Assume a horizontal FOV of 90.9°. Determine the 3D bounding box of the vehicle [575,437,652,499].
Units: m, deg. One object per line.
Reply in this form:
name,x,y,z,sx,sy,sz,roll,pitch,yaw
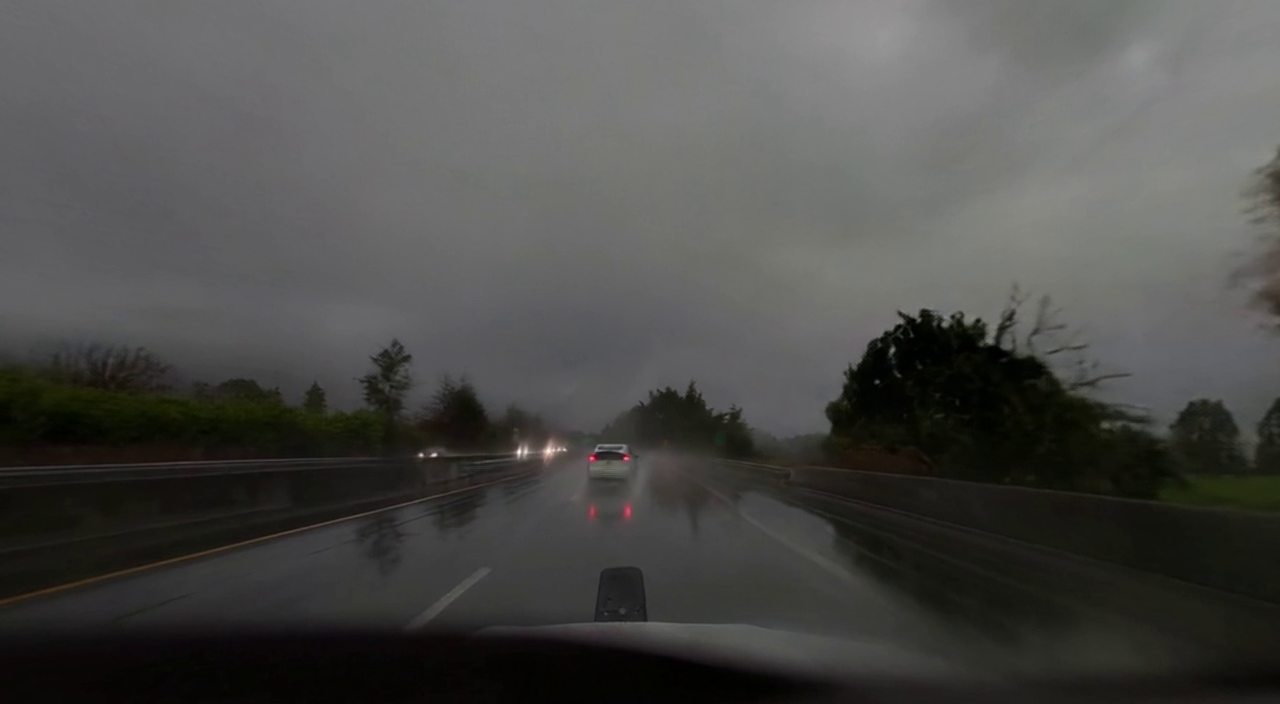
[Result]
vehicle,-0.699,3.563,19.709,2.135,1.686,4.517,0,-9,1
